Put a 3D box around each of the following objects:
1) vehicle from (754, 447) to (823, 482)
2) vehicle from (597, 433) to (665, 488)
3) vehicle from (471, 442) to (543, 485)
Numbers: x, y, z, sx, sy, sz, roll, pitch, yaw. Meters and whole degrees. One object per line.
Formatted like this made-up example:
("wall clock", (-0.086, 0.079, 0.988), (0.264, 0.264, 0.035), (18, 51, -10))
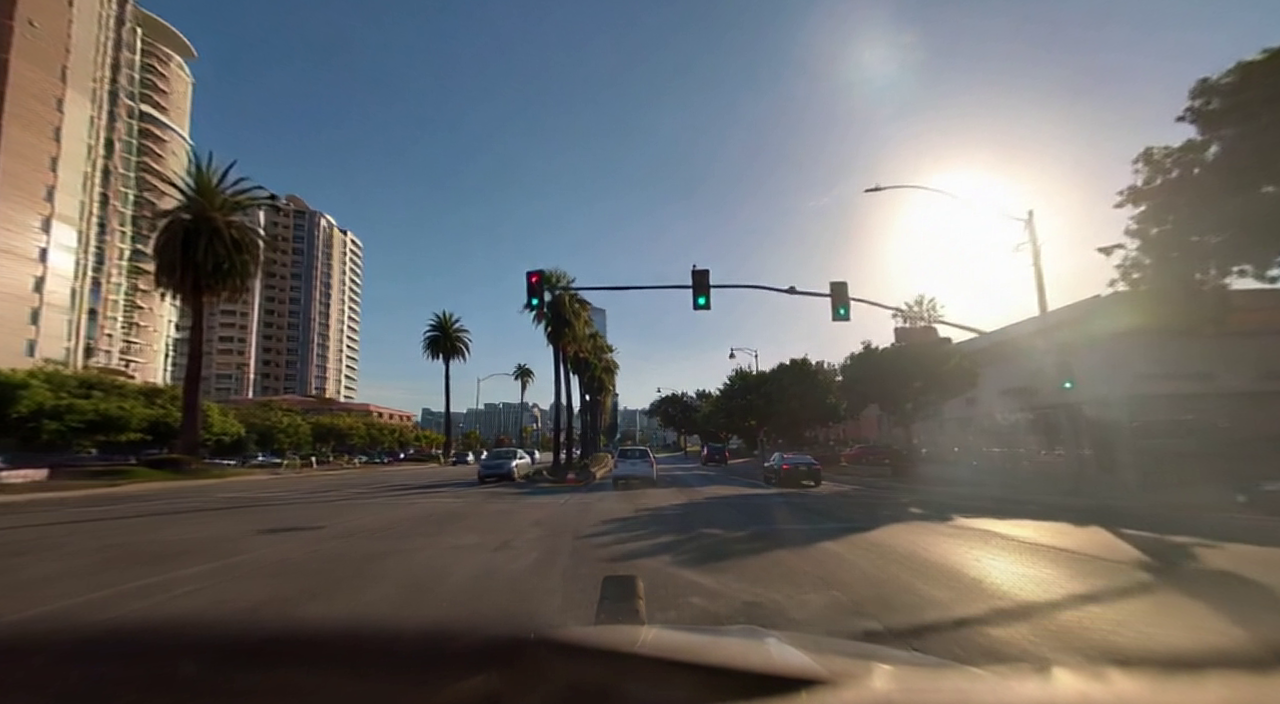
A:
("vehicle", (6.759, 5.169, 29.216), (1.975, 1.483, 4.769), (0, -9, -1))
("vehicle", (-0.300, 3.952, 23.206), (2.277, 1.816, 4.192), (0, -9, 0))
("vehicle", (-5.286, 4.457, 25.540), (2.028, 1.489, 4.386), (-3, -8, -1))
